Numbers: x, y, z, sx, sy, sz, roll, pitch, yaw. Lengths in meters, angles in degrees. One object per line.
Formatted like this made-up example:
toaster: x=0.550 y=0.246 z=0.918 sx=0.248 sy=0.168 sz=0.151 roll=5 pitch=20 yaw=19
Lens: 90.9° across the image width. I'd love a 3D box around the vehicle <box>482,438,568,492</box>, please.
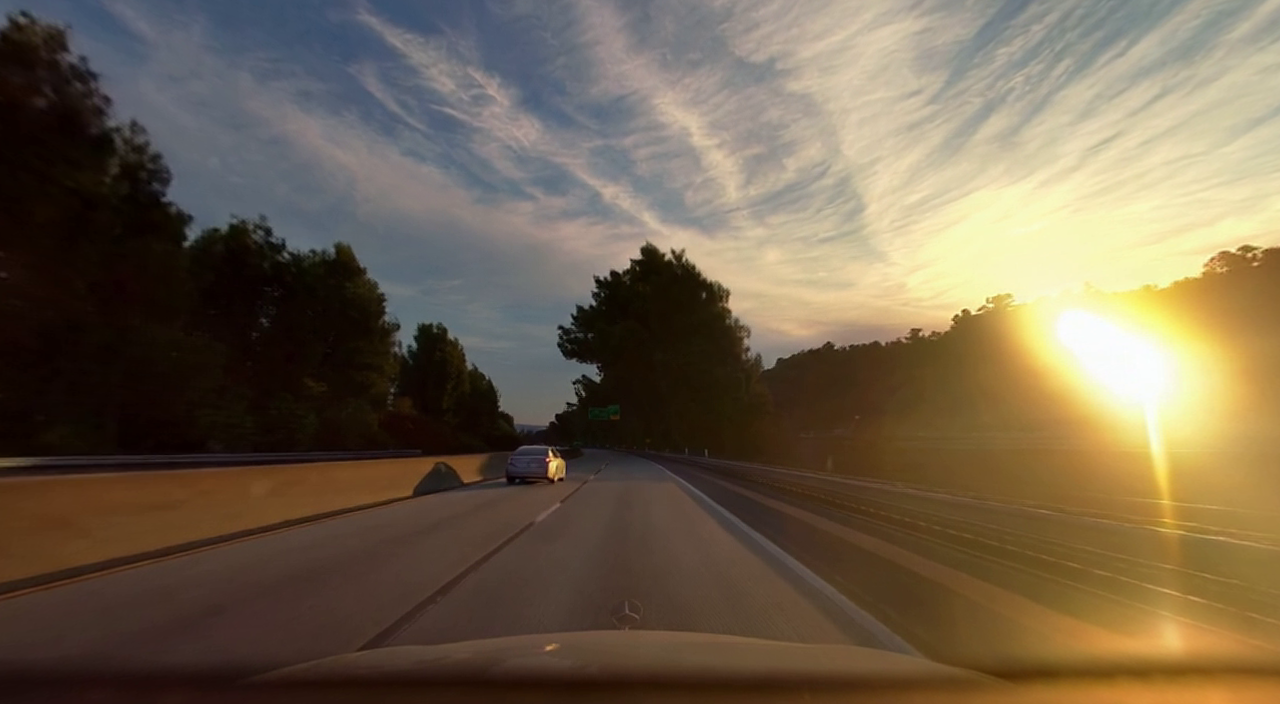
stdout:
vehicle: x=-3.543 y=3.572 z=20.213 sx=1.990 sy=1.532 sz=3.911 roll=0 pitch=-9 yaw=0
